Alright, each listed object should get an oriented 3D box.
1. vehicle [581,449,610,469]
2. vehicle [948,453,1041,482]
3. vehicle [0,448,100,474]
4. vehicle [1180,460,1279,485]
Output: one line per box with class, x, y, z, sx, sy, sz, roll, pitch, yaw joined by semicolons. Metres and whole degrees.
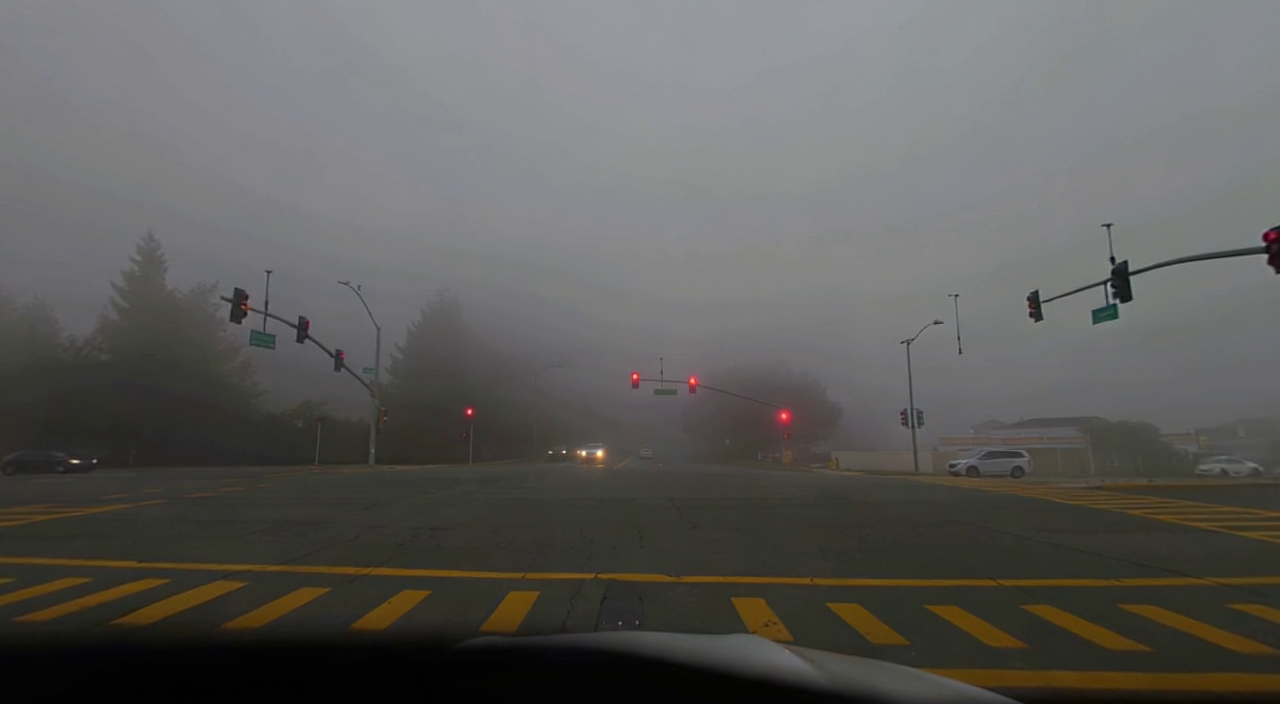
vehicle;-3.442;8.360;49.211;1.908;1.441;4.142;0;-8;1
vehicle;21.106;6.880;37.587;4.447;1.623;1.801;0;-8;-3
vehicle;-35.135;6.419;37.186;4.741;1.447;1.807;0;-9;0
vehicle;36.218;7.317;38.299;4.976;1.428;1.929;0;-8;-2
